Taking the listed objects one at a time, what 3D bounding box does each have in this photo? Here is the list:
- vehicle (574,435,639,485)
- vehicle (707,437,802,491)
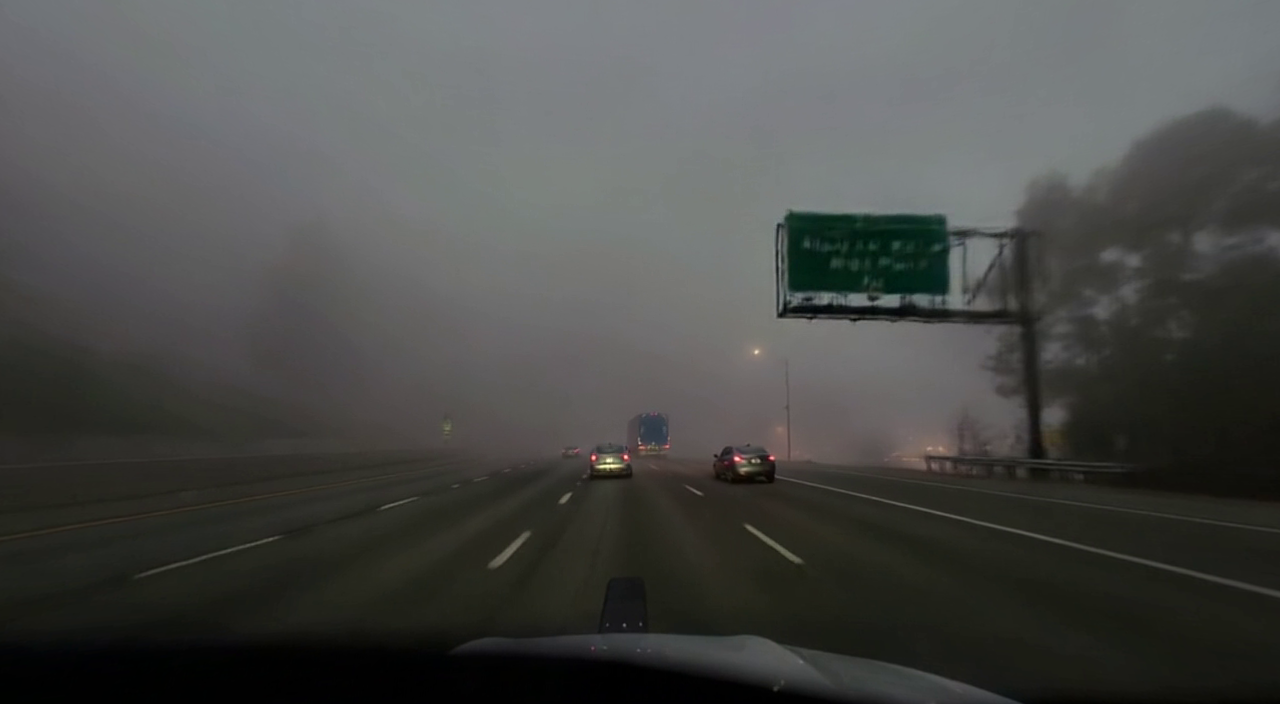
[{"bbox_3d":[-1.069,3.628,21.441,2.020,1.516,3.951,0,-8,-1],"label":"vehicle"},{"bbox_3d":[3.424,3.432,19.710,1.971,1.472,4.301,0,-8,-2],"label":"vehicle"}]
